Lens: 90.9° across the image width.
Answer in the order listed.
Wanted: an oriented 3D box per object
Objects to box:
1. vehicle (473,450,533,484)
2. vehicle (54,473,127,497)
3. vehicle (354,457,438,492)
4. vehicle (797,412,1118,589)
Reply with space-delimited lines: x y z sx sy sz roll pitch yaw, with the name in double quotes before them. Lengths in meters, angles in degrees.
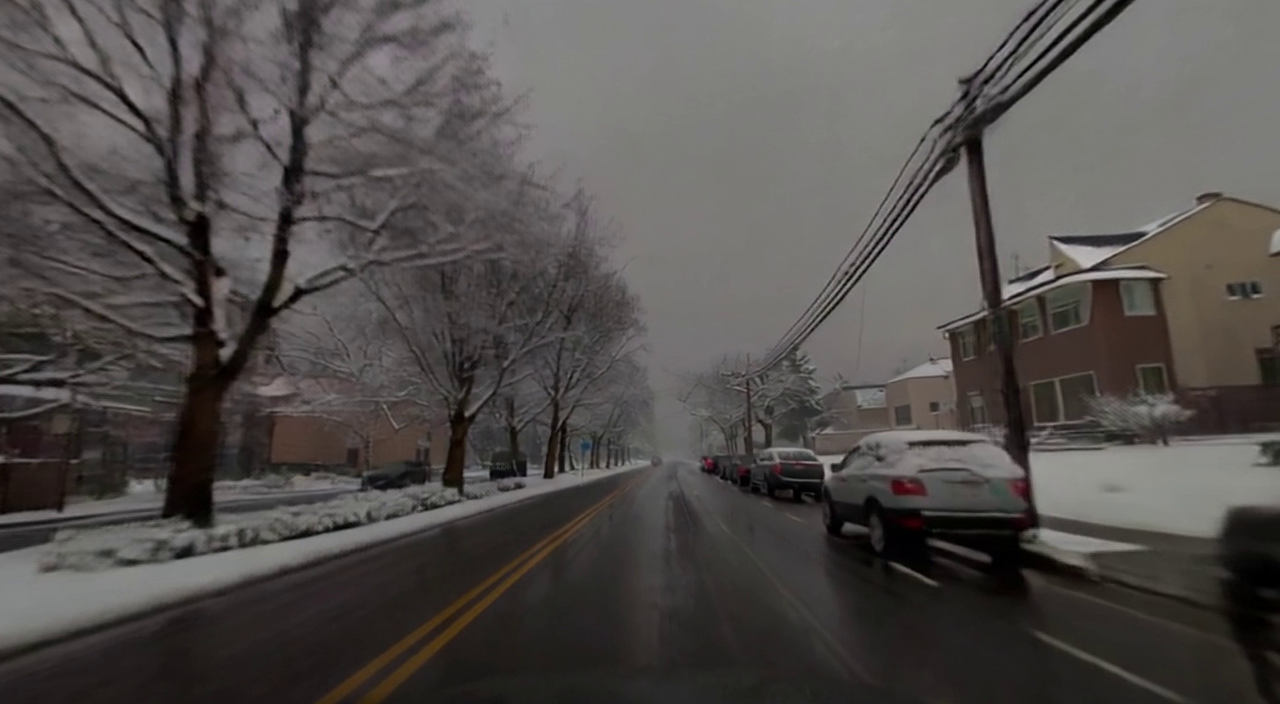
"vehicle" -7.526 6.352 35.197 2.331 1.696 4.861 0 -8 -1
"vehicle" -42.898 10.368 49.254 4.398 1.639 1.919 -2 -9 11
"vehicle" -11.832 5.958 30.995 1.999 1.467 4.618 -1 -8 4
"vehicle" 3.915 1.923 9.194 2.166 1.798 5.256 -1 -8 3
